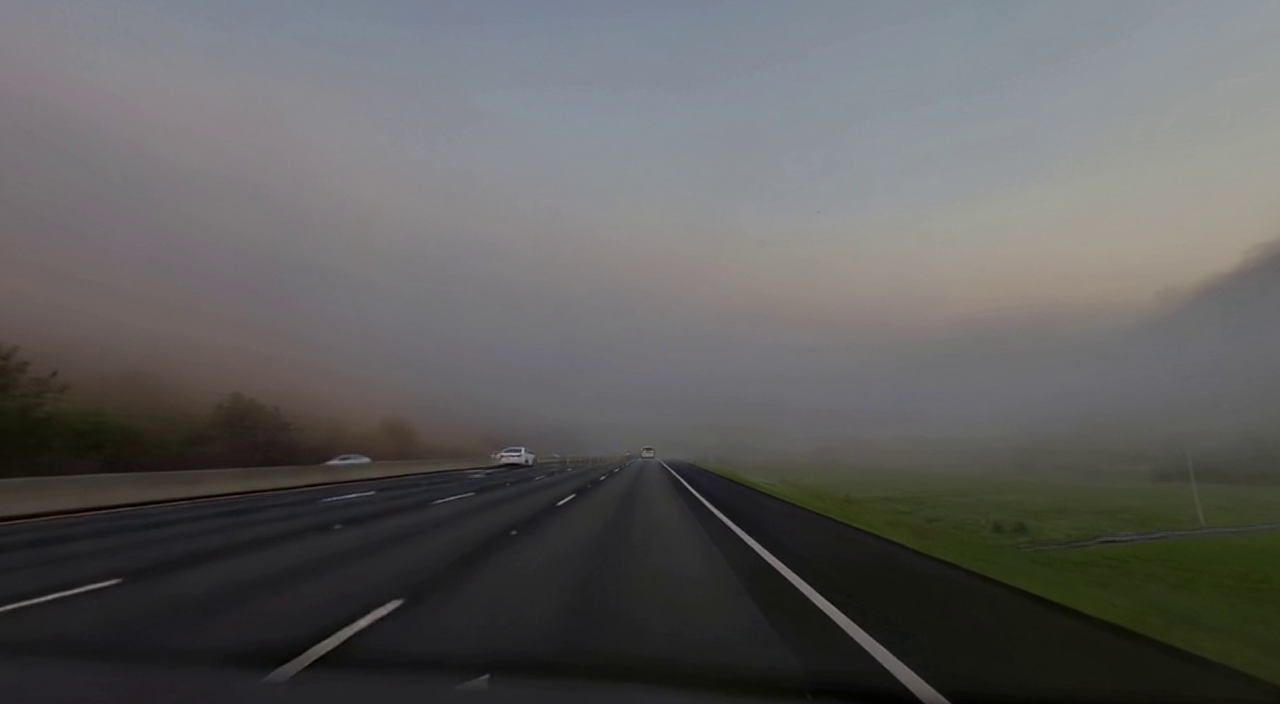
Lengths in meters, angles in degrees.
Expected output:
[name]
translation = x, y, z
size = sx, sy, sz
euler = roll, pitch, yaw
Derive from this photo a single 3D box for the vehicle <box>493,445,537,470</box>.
[vehicle]
translation = -9.368, 7.914, 47.607
size = 2.152, 1.753, 4.972
euler = -1, -9, 2
